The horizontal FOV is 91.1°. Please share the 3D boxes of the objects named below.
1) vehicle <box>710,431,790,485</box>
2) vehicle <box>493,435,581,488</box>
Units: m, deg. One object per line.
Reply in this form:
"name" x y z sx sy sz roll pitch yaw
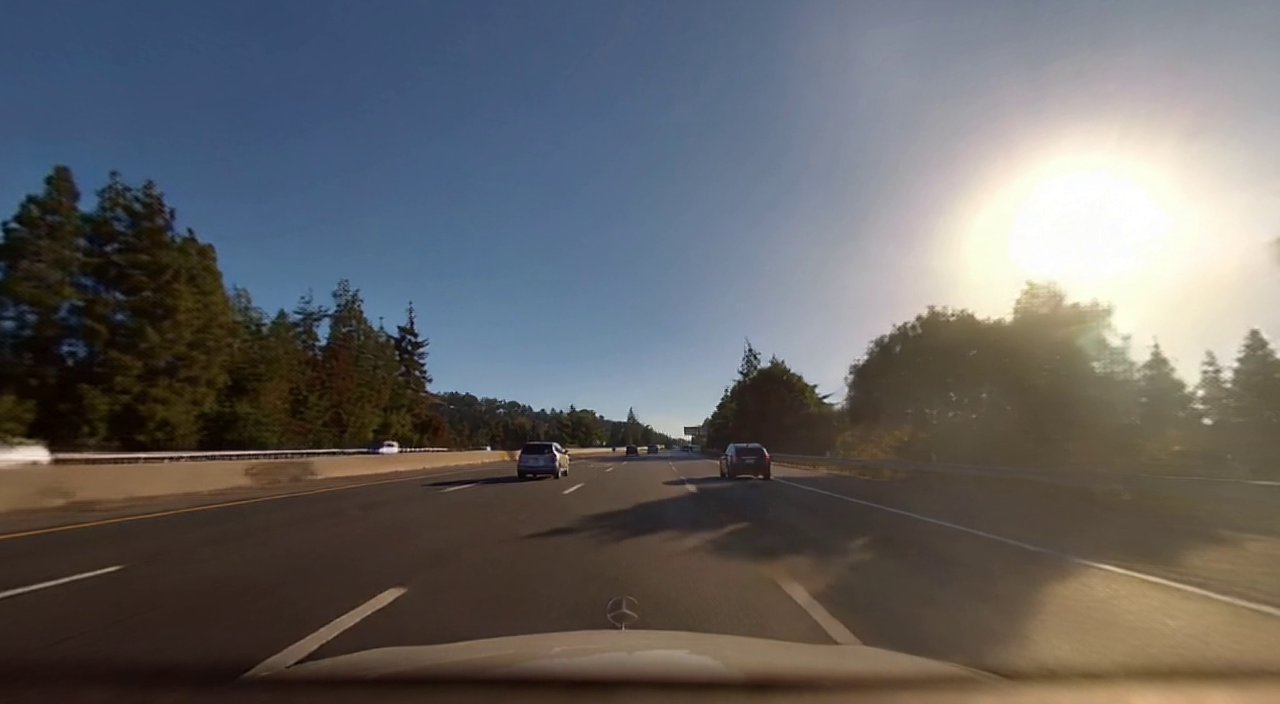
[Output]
"vehicle" 3.930 3.874 23.291 2.149 1.796 4.487 0 -8 0
"vehicle" -3.376 3.705 21.594 2.166 1.608 4.297 0 -8 2
